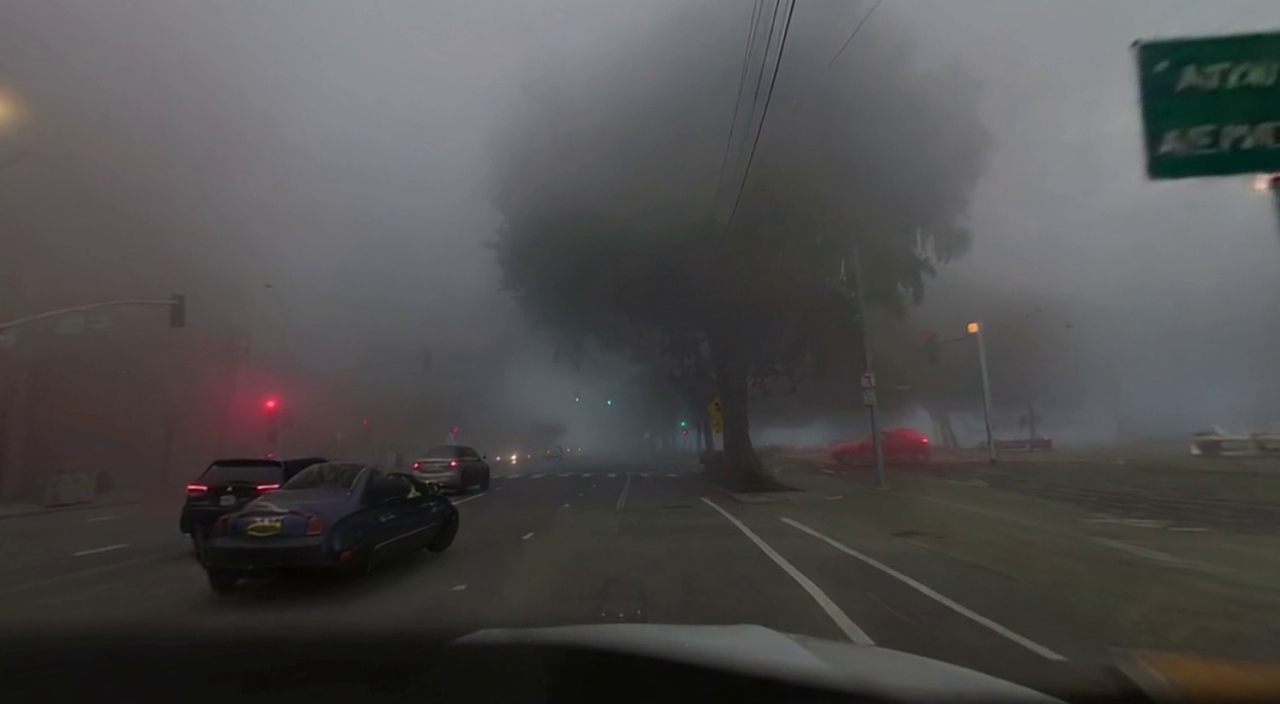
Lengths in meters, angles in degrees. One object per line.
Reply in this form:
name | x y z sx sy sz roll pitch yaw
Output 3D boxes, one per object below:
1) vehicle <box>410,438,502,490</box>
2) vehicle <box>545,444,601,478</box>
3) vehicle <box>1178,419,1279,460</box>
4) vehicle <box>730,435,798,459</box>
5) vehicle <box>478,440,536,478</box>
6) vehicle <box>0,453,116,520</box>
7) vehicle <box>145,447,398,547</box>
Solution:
vehicle | -6.378 3.919 22.297 2.012 1.664 3.917 0 -9 1
vehicle | -3.074 5.106 29.876 2.147 1.472 4.406 0 -9 0
vehicle | 24.978 3.661 26.267 1.690 1.559 3.521 1 -9 -5
vehicle | 9.225 7.107 47.153 4.568 1.704 2.038 1 -9 -5
vehicle | -6.211 5.034 29.854 1.954 1.644 4.290 0 -9 -2
vehicle | -16.617 3.510 16.796 1.964 1.569 4.256 1 -9 -8
vehicle | -6.459 2.539 11.861 1.960 1.479 4.654 0 -9 0
